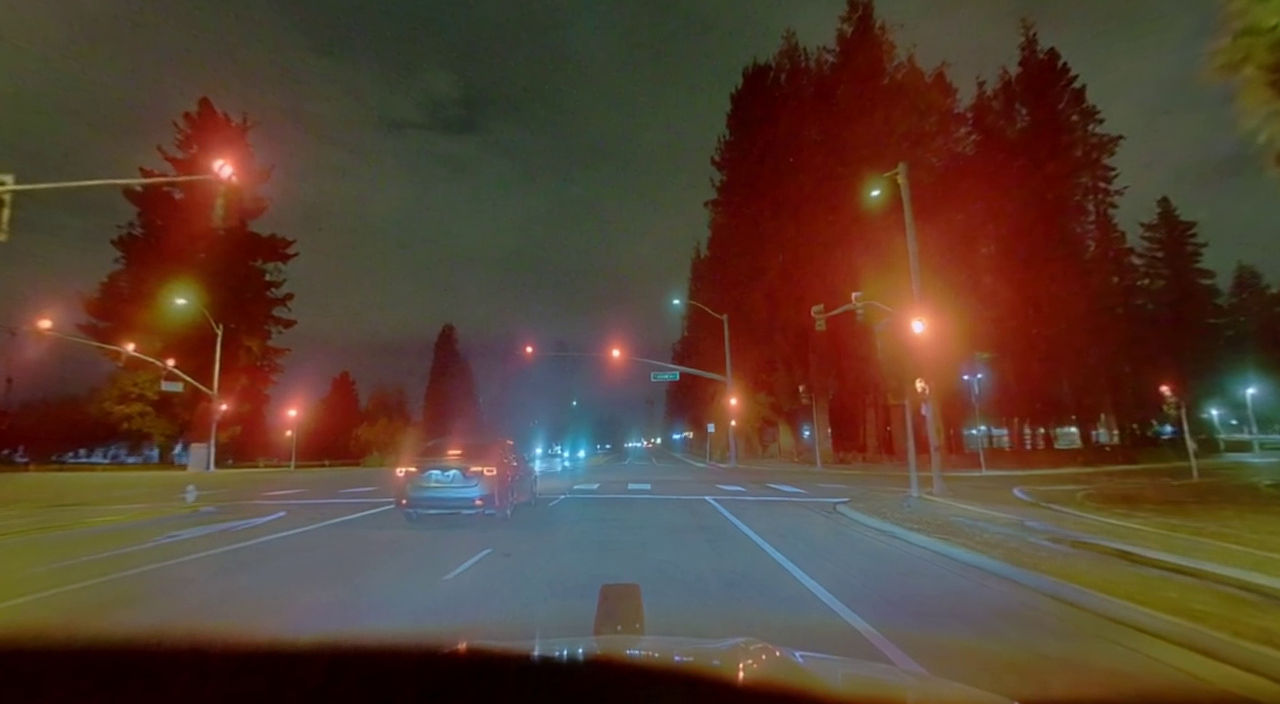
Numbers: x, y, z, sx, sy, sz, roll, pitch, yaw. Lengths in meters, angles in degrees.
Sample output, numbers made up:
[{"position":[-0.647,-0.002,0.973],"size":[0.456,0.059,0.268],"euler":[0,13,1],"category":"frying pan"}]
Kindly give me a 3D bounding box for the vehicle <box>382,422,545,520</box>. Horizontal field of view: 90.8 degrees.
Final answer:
[{"position":[-3.254,2.305,12.754],"size":[2.076,1.599,4.483],"euler":[0,-9,-1],"category":"vehicle"}]
